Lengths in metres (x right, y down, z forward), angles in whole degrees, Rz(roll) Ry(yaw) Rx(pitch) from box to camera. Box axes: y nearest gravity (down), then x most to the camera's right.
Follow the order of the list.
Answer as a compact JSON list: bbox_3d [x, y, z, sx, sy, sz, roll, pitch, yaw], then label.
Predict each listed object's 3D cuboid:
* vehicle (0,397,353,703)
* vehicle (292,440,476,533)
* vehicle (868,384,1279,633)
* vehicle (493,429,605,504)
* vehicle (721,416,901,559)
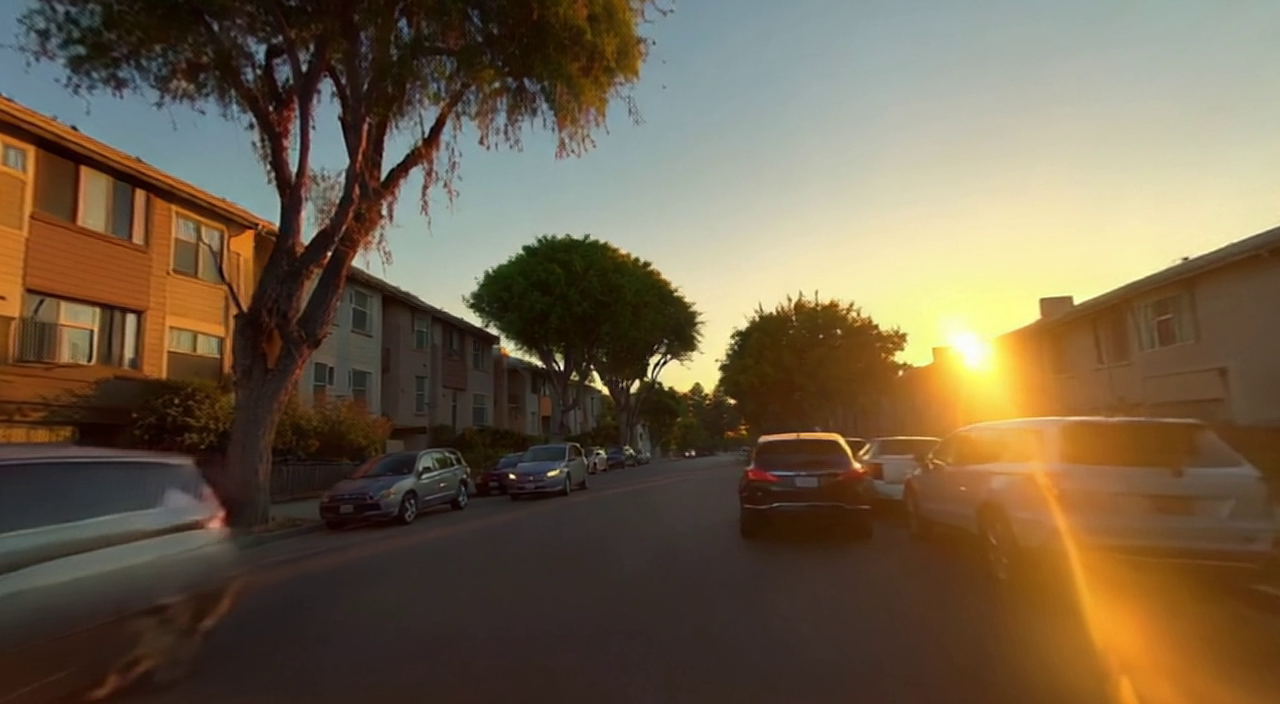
[{"bbox_3d":[-3.712,1.130,3.248,2.018,1.691,3.995,-2,-9,11],"label":"vehicle"},{"bbox_3d":[-5.637,2.980,14.685,2.002,1.774,4.568,-1,-9,6],"label":"vehicle"},{"bbox_3d":[4.479,1.524,7.276,2.082,1.799,5.207,-1,-8,4],"label":"vehicle"},{"bbox_3d":[-2.664,3.542,19.971,2.197,2.047,4.985,-1,-9,8],"label":"vehicle"},{"bbox_3d":[2.403,2.035,10.339,2.055,1.717,5.172,-1,-9,7],"label":"vehicle"}]
